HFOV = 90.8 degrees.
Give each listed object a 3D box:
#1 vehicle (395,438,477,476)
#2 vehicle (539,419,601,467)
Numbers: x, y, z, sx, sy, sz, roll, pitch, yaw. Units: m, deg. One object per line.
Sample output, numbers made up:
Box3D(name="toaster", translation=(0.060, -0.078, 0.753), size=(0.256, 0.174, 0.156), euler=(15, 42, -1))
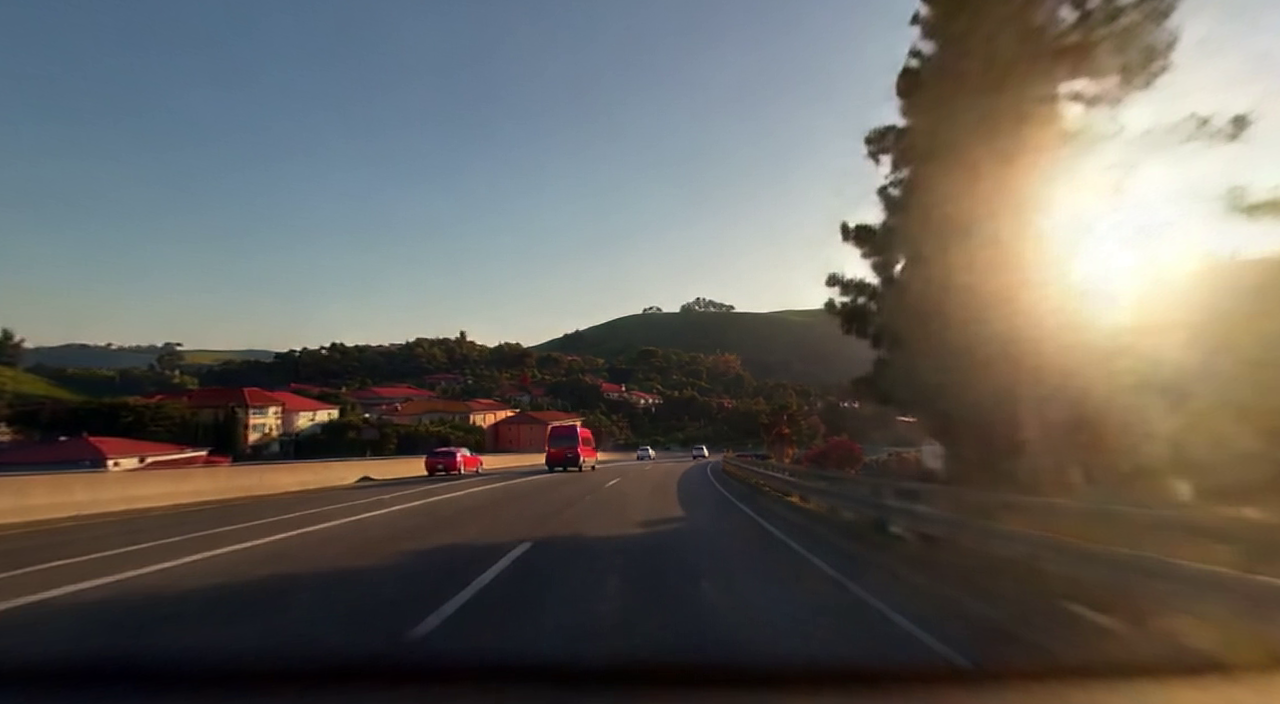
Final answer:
Box3D(name="vehicle", translation=(-8.917, 4.617, 28.061), size=(1.821, 1.524, 4.342), euler=(-1, -8, 5))
Box3D(name="vehicle", translation=(-4.115, 5.584, 38.702), size=(2.314, 2.703, 6.441), euler=(-1, -8, 7))
